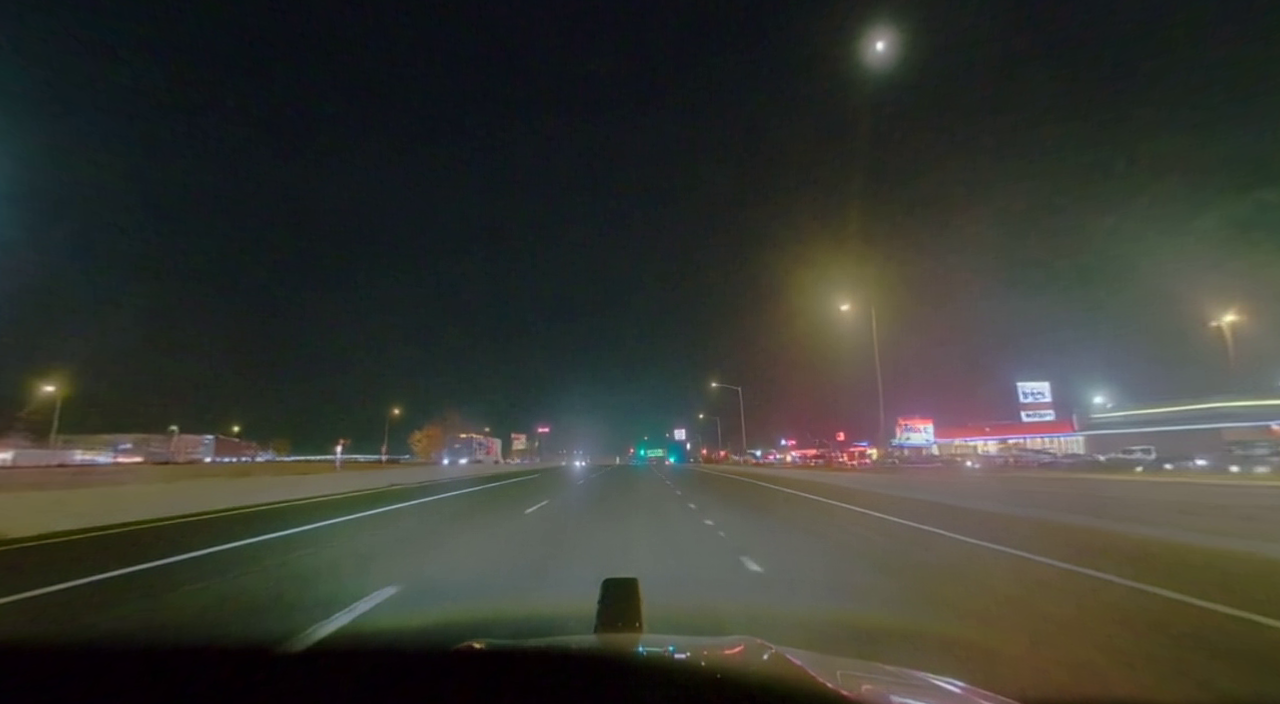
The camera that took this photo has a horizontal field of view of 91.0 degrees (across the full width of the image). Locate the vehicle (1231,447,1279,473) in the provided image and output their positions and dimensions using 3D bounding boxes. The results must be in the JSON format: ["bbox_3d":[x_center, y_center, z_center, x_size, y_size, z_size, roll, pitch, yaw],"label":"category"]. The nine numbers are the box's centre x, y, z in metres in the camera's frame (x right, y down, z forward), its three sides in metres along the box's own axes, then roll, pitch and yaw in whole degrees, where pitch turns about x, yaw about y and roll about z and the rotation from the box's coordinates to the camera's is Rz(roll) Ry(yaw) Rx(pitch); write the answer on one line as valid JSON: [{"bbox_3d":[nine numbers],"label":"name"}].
[{"bbox_3d":[48.994,8.478,49.680,4.921,1.874,2.253,6,-11,-35],"label":"vehicle"}]
